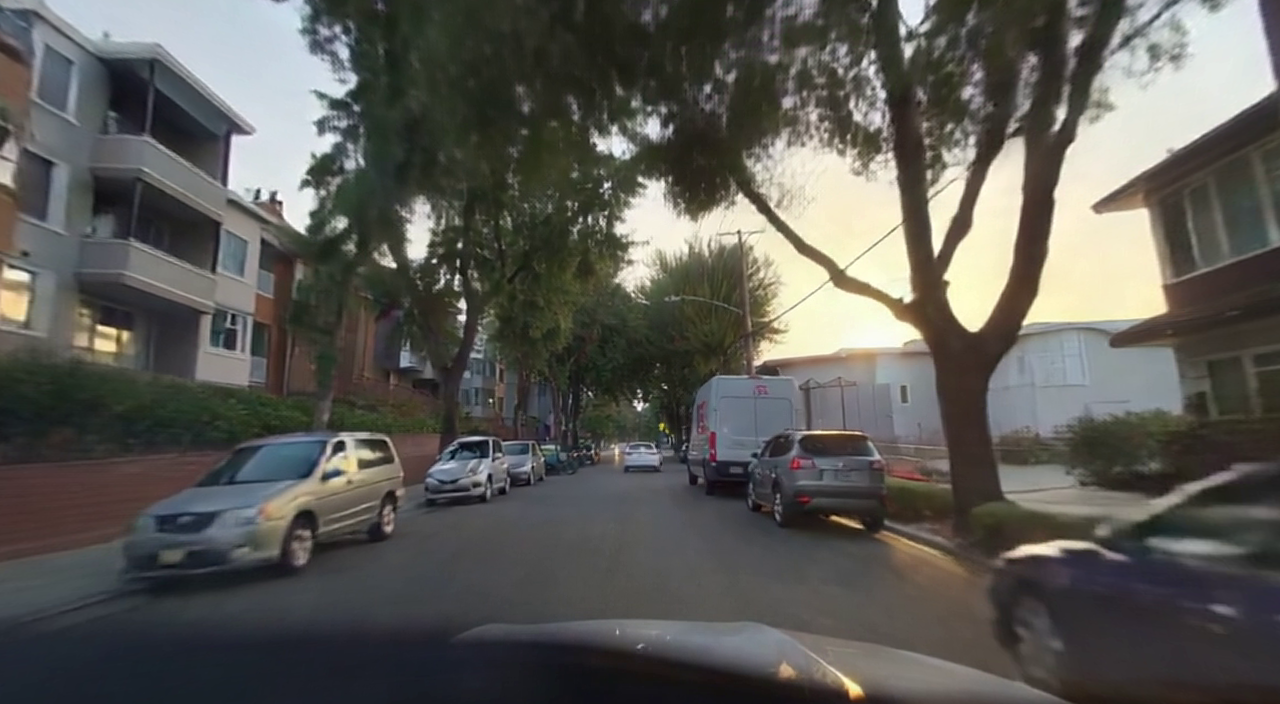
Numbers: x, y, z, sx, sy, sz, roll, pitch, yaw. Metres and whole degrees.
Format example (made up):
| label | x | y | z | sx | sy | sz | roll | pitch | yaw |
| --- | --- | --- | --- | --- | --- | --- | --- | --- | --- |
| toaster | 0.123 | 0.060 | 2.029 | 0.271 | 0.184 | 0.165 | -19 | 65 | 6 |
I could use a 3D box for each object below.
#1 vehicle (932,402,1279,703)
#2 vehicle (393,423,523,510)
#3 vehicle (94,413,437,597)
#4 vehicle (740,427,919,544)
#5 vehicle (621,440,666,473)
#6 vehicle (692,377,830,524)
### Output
| label | x | y | z | sx | sy | sz | roll | pitch | yaw |
| --- | --- | --- | --- | --- | --- | --- | --- | --- | --- |
| vehicle | 3.007 | 0.927 | 2.058 | 2.050 | 1.493 | 4.316 | 0 | -8 | 0 |
| vehicle | -4.616 | 2.895 | 16.758 | 2.022 | 1.721 | 4.355 | 1 | -3 | 2 |
| vehicle | -4.297 | 1.684 | 8.172 | 1.951 | 1.662 | 4.046 | 1 | -4 | 0 |
| vehicle | 3.037 | 2.204 | 11.110 | 1.901 | 1.649 | 4.118 | 0 | -8 | 0 |
| vehicle | 0.210 | 5.056 | 30.723 | 2.095 | 1.510 | 3.605 | 0 | -8 | 2 |
| vehicle | 2.868 | 2.341 | 16.784 | 2.489 | 3.082 | 6.627 | 1 | -4 | 1 |
